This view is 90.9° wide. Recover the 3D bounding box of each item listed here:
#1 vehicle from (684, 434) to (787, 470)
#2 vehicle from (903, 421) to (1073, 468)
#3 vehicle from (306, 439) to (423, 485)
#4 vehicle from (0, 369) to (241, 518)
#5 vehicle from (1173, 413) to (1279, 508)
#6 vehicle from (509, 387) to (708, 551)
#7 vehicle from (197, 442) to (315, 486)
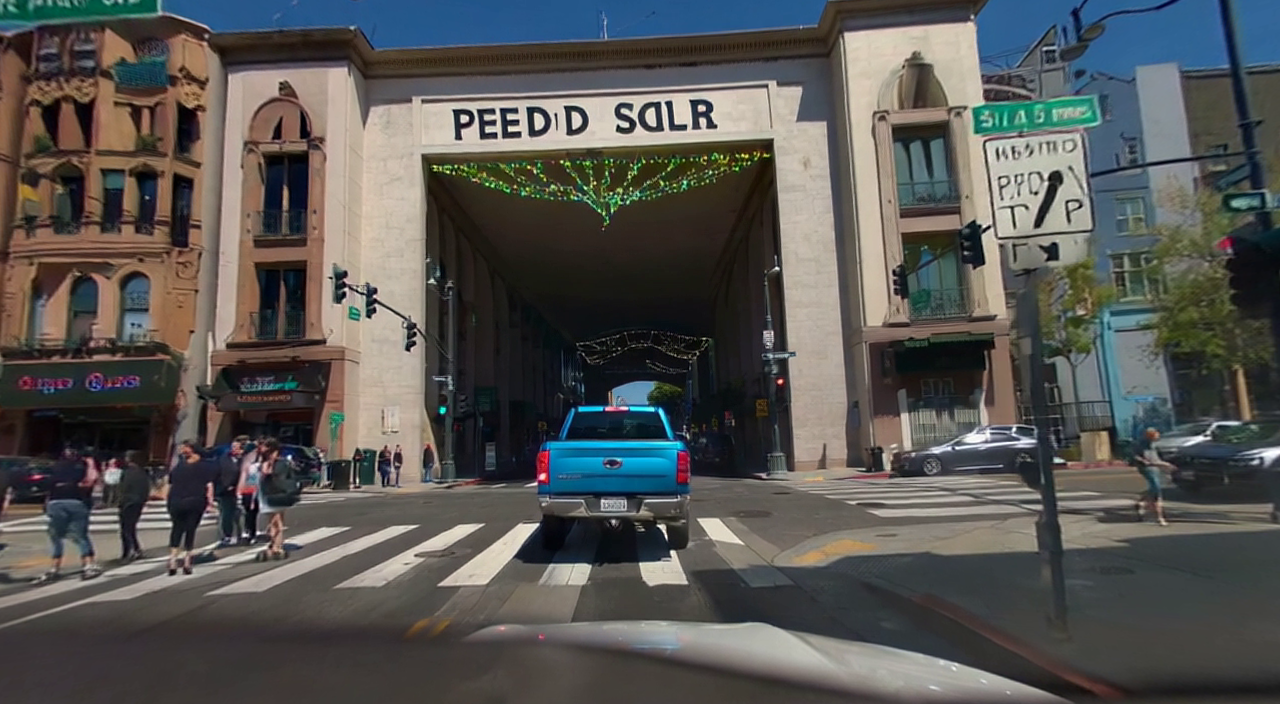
[{"bbox_3d":[4.308,4.616,29.102,4.515,1.583,1.920,-1,-8,3],"label":"vehicle"},{"bbox_3d":[11.637,3.128,21.303,4.600,1.506,1.878,0,-8,-1],"label":"vehicle"},{"bbox_3d":[-13.289,5.307,30.617,4.799,1.909,2.011,-3,-7,2],"label":"vehicle"},{"bbox_3d":[-21.825,3.121,21.667,13.729,4.662,3.300,0,-8,0],"label":"vehicle"},{"bbox_3d":[13.057,1.938,11.735,4.082,1.613,2.211,-3,-12,0],"label":"vehicle"},{"bbox_3d":[-0.562,1.865,10.711,2.477,2.020,5.534,0,-8,-4],"label":"vehicle"},{"bbox_3d":[-18.601,5.430,30.710,4.398,2.057,1.959,0,-8,-2],"label":"vehicle"}]
